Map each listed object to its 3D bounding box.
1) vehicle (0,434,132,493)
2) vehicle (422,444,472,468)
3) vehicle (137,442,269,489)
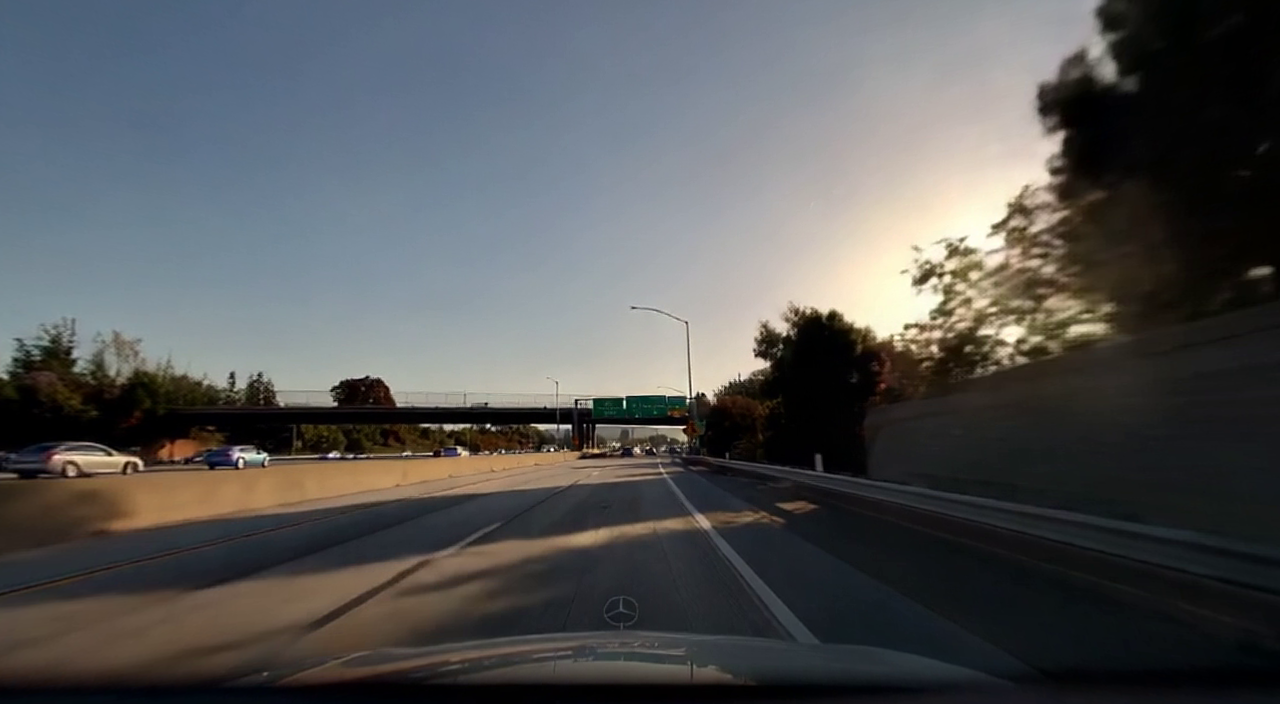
[{"bbox_3d":[-19.517,3.622,20.803,2.049,1.718,4.445,0,-9,-4],"label":"vehicle"},{"bbox_3d":[-13.315,7.171,43.848,2.271,1.537,4.029,0,-9,-2],"label":"vehicle"},{"bbox_3d":[-15.790,4.104,23.188,1.829,1.520,4.505,0,-9,-4],"label":"vehicle"}]
